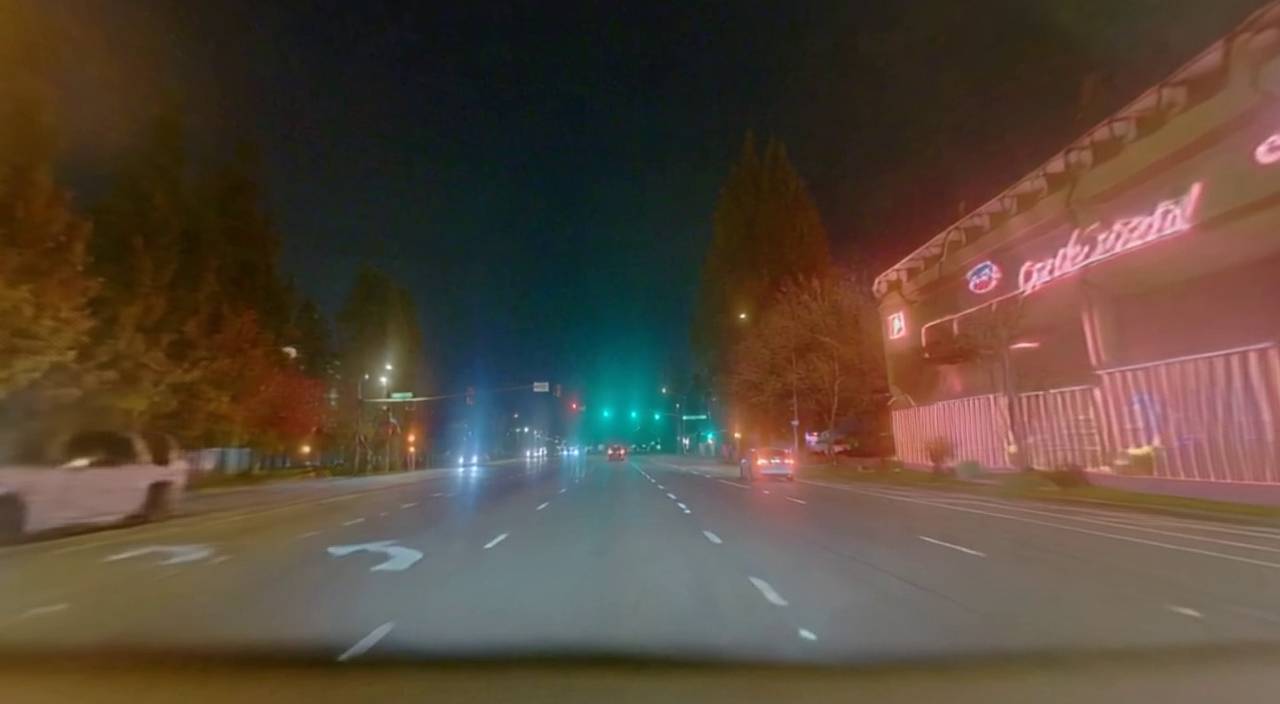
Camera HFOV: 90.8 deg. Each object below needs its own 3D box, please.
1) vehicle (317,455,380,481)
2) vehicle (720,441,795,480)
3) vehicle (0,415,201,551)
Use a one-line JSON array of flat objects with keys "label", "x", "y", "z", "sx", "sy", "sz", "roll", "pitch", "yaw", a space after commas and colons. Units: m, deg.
[{"label": "vehicle", "x": -17.874, "y": 7.101, "z": 38.918, "sx": 1.931, "sy": 1.480, "sz": 4.396, "roll": 0, "pitch": -9, "yaw": -3}, {"label": "vehicle", "x": 4.800, "y": 4.521, "z": 26.526, "sx": 2.024, "sy": 1.475, "sz": 4.600, "roll": 0, "pitch": -9, "yaw": -3}, {"label": "vehicle", "x": -10.628, "y": 2.156, "z": 10.687, "sx": 2.290, "sy": 1.989, "sz": 5.924, "roll": 0, "pitch": -9, "yaw": -2}]
